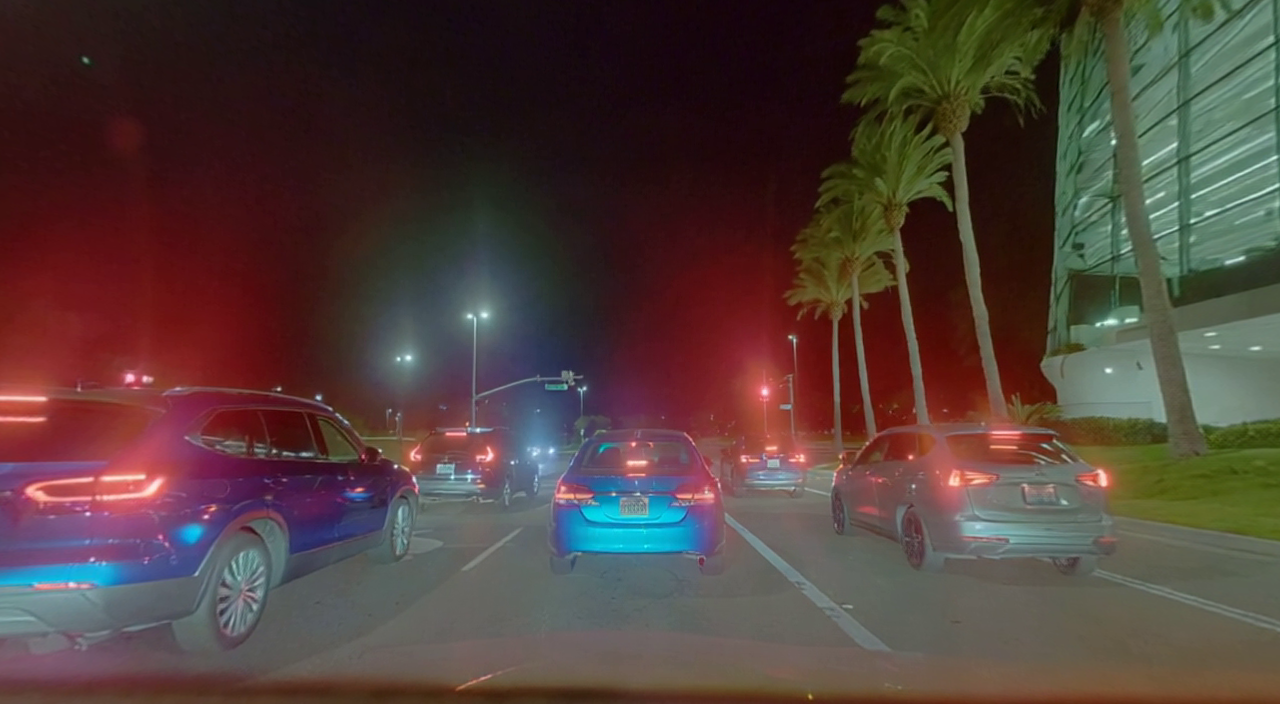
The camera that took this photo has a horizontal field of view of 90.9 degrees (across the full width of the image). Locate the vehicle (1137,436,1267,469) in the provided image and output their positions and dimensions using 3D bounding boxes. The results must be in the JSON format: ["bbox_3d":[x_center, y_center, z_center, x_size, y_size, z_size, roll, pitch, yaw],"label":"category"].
[{"bbox_3d":[25.442,4.551,28.655,4.014,1.417,1.777,-1,-8,5],"label":"vehicle"}]

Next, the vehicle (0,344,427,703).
[{"bbox_3d":[-3.533,1.158,5.260,2.014,1.775,4.404,0,-8,-1],"label":"vehicle"}]

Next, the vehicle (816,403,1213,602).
[{"bbox_3d":[3.837,1.617,7.684,2.064,1.696,4.431,0,-8,0],"label":"vehicle"}]

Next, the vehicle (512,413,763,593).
[{"bbox_3d":[-0.059,1.661,7.817,2.219,1.586,4.321,0,-8,-1],"label":"vehicle"}]

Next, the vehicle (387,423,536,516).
[{"bbox_3d":[-3.467,2.359,13.071,1.917,1.631,3.768,0,-8,1],"label":"vehicle"}]
